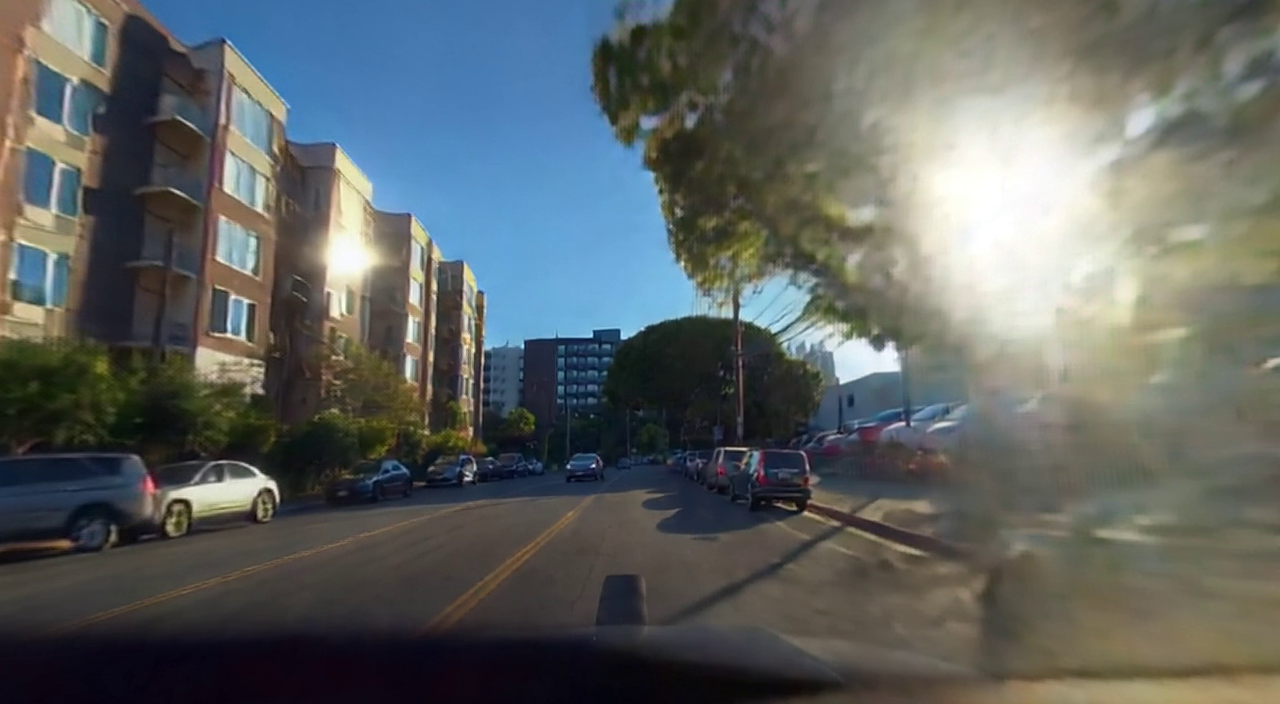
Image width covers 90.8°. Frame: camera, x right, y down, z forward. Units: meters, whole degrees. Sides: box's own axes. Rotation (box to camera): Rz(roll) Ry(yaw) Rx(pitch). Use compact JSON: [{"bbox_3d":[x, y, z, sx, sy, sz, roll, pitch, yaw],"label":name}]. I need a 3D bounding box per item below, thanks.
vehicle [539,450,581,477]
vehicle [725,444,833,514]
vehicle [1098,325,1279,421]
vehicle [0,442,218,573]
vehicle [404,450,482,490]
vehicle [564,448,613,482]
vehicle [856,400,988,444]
[{"bbox_3d":[-5.876,8.340,46.912,2.081,1.760,4.598,-1,-13,6],"label":"vehicle"},{"bbox_3d":[3.609,3.370,17.322,1.936,1.641,4.434,0,-9,0],"label":"vehicle"},{"bbox_3d":[11.290,0.458,11.969,3.808,1.620,1.749,0,-9,-1],"label":"vehicle"},{"bbox_3d":[-10.178,2.385,10.119,5.093,1.855,2.338,4,-10,-19],"label":"vehicle"},{"bbox_3d":[-11.087,6.648,35.991,2.322,2.037,5.030,-1,-9,6],"label":"vehicle"},{"bbox_3d":[-2.774,6.224,35.000,2.103,1.721,4.473,-1,-9,3],"label":"vehicle"},{"bbox_3d":[11.475,2.911,25.975,4.400,1.742,2.070,0,-8,0],"label":"vehicle"}]
